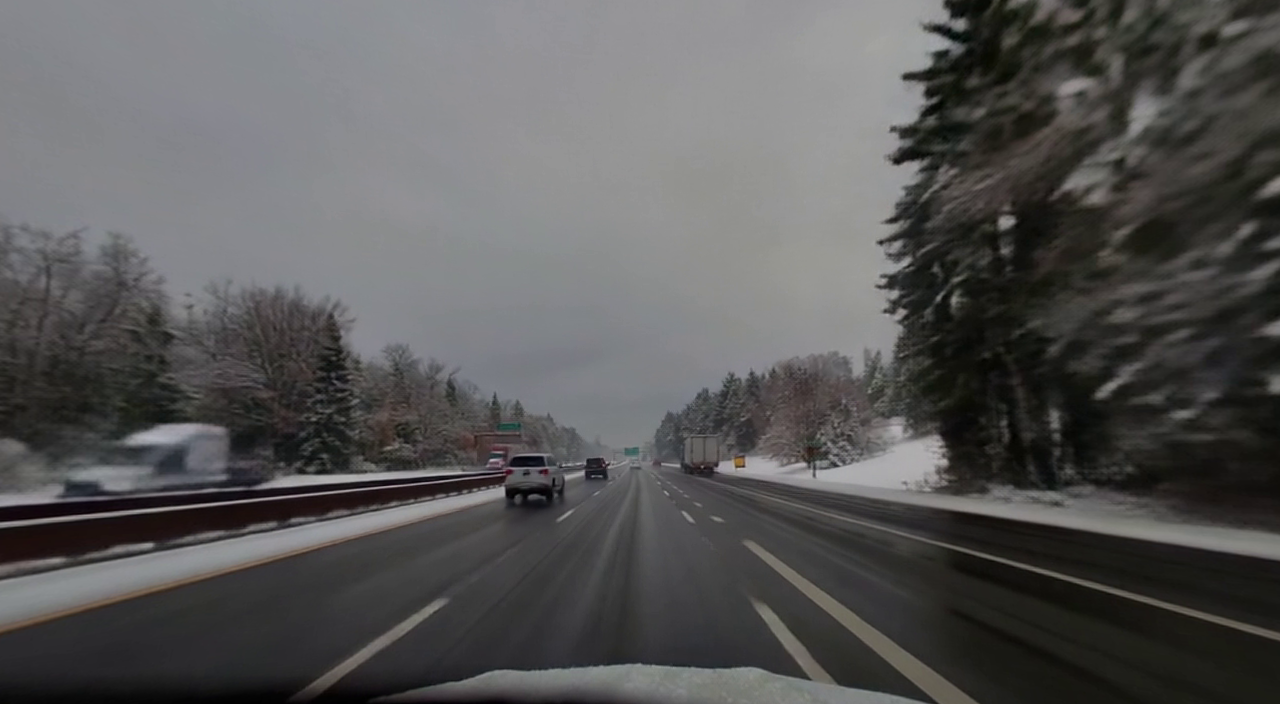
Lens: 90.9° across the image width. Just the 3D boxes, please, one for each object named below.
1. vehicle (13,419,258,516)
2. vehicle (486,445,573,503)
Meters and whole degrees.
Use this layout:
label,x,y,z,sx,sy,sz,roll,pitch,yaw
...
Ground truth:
label,x,y,z,sx,sy,sz,roll,pitch,yaw
vehicle,-15.240,3.608,19.827,2.333,2.505,6.322,1,-10,0
vehicle,-3.934,4.484,23.395,2.272,1.873,4.832,1,-10,0
